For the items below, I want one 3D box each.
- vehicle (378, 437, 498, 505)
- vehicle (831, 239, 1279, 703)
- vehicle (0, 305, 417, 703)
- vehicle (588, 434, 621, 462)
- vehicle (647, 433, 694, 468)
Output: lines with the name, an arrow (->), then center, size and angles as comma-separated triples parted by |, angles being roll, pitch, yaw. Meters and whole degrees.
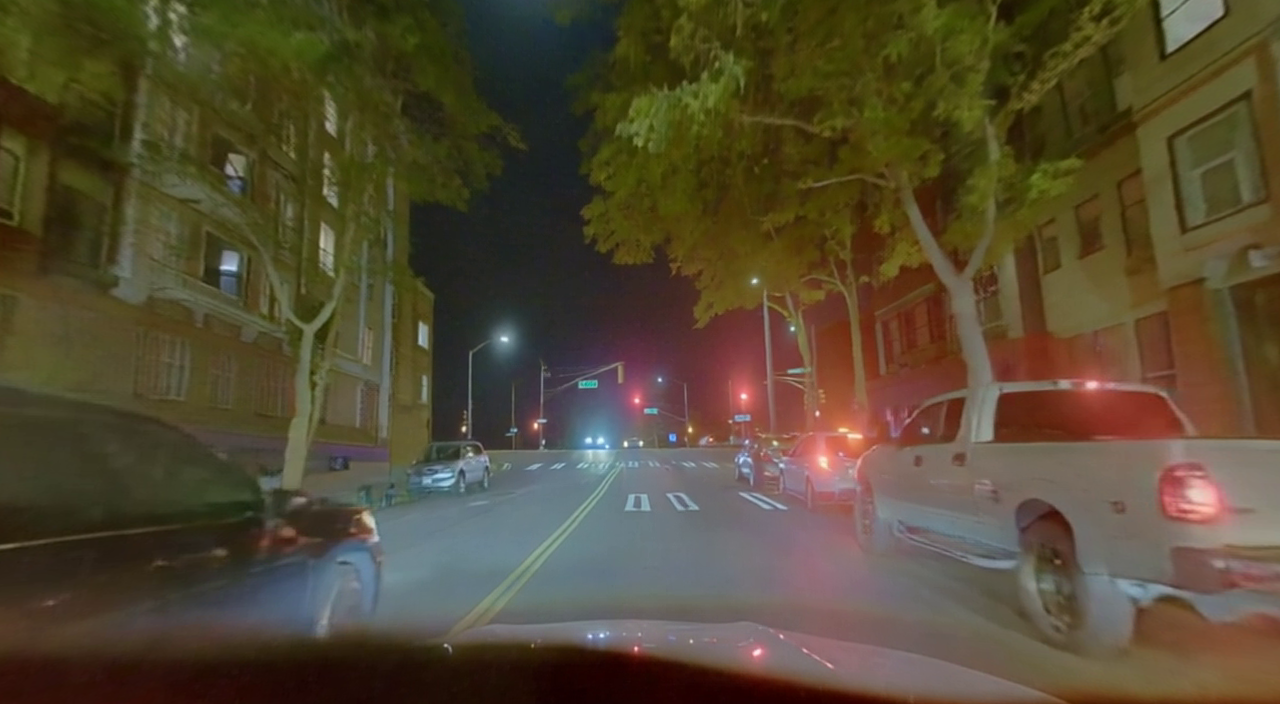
vehicle -> -5.902, 3.505, 19.118 | 2.013, 1.772, 4.439 | -1, -8, 2
vehicle -> 3.661, 0.979, 5.232 | 2.356, 2.043, 5.791 | 0, -8, 0
vehicle -> -2.969, 0.864, 2.249 | 2.333, 1.832, 5.200 | 0, -8, 1
vehicle -> -2.300, 6.363, 41.822 | 1.979, 1.723, 3.849 | 0, -8, 1
vehicle -> 1.572, 4.906, 31.543 | 2.111, 1.619, 4.077 | -1, -9, 6
